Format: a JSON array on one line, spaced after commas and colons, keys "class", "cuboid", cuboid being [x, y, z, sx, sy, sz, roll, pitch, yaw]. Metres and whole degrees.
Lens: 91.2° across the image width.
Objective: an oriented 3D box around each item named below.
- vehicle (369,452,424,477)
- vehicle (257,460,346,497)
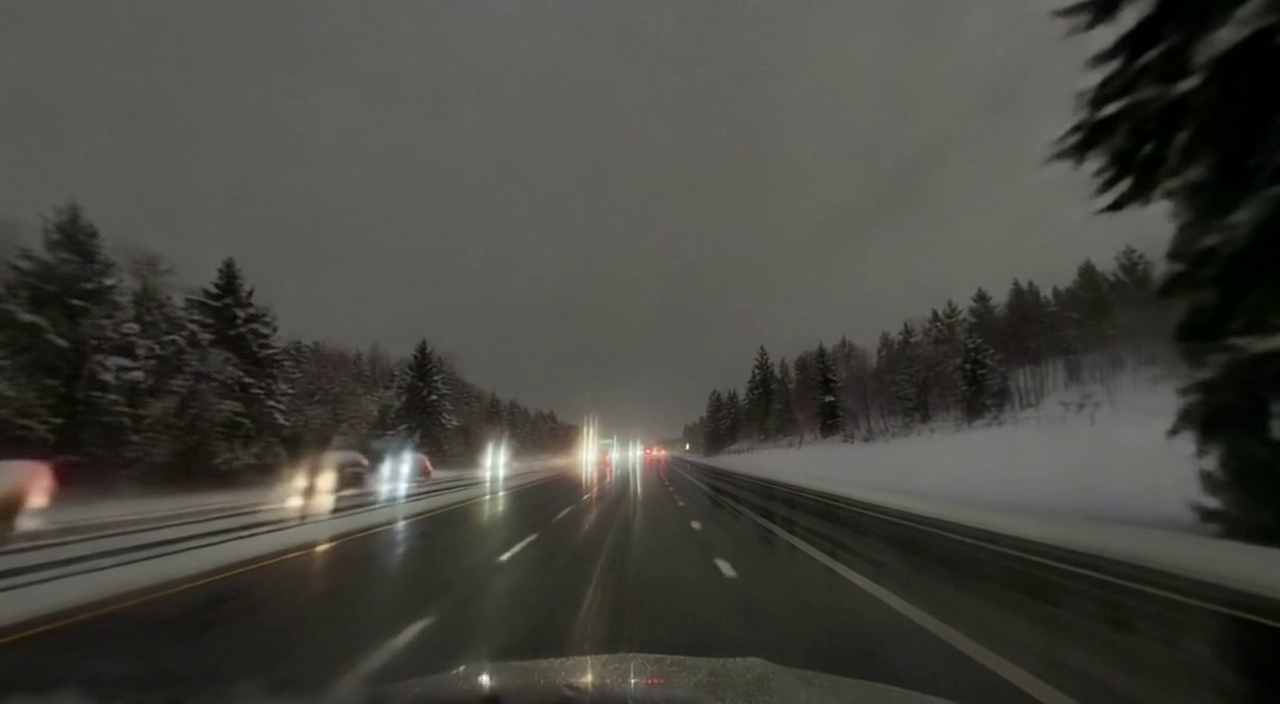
[{"class": "vehicle", "cuboid": [-19.005, 8.762, 49.162, 2.088, 1.792, 5.243, 0, -9, 2]}, {"class": "vehicle", "cuboid": [-15.132, 5.650, 28.272, 1.794, 1.466, 3.854, 0, -9, 1]}]
